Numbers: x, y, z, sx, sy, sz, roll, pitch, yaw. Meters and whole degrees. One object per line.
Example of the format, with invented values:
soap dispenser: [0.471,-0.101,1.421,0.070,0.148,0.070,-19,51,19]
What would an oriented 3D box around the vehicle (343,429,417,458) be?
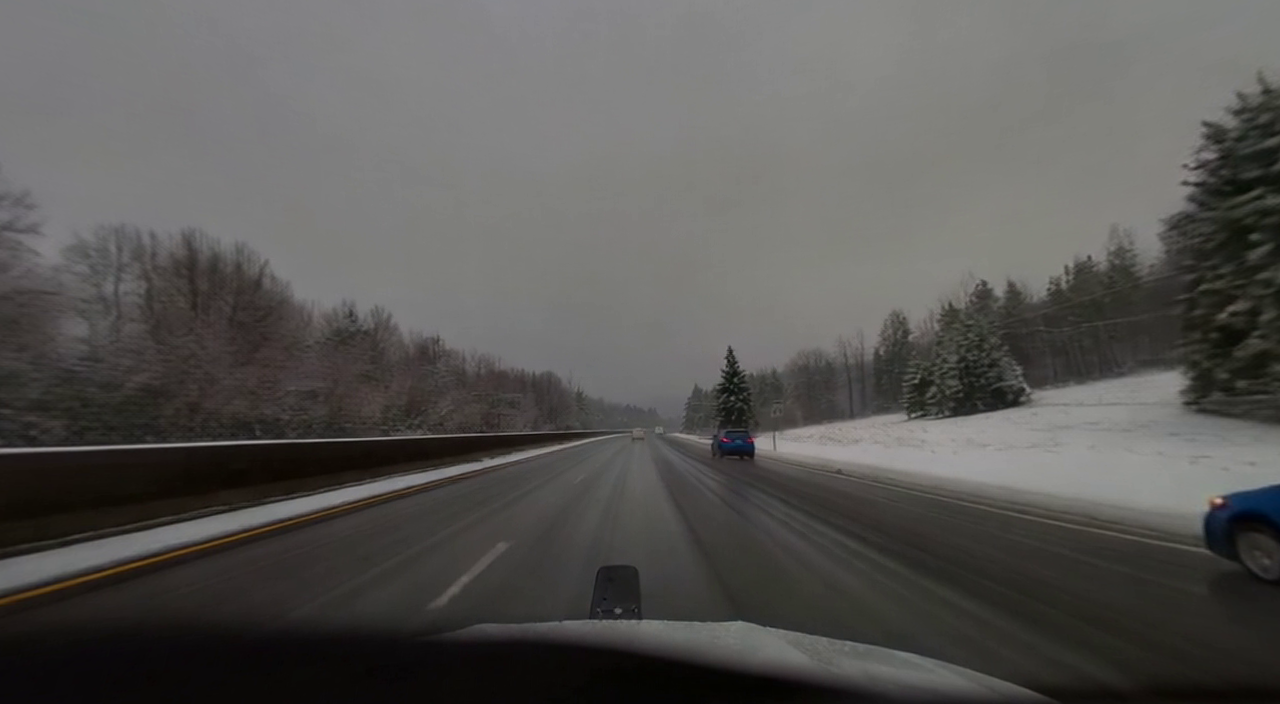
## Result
vehicle: [-14.360,5.090,35.076,2.089,1.504,4.578,0,-8,1]

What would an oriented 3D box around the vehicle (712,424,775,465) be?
vehicle: [4.057,3.697,25.232,1.765,1.510,3.762,0,-8,-2]

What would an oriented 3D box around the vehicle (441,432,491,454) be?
vehicle: [-10.461,5.514,38.081,1.778,1.254,4.301,0,-8,1]
